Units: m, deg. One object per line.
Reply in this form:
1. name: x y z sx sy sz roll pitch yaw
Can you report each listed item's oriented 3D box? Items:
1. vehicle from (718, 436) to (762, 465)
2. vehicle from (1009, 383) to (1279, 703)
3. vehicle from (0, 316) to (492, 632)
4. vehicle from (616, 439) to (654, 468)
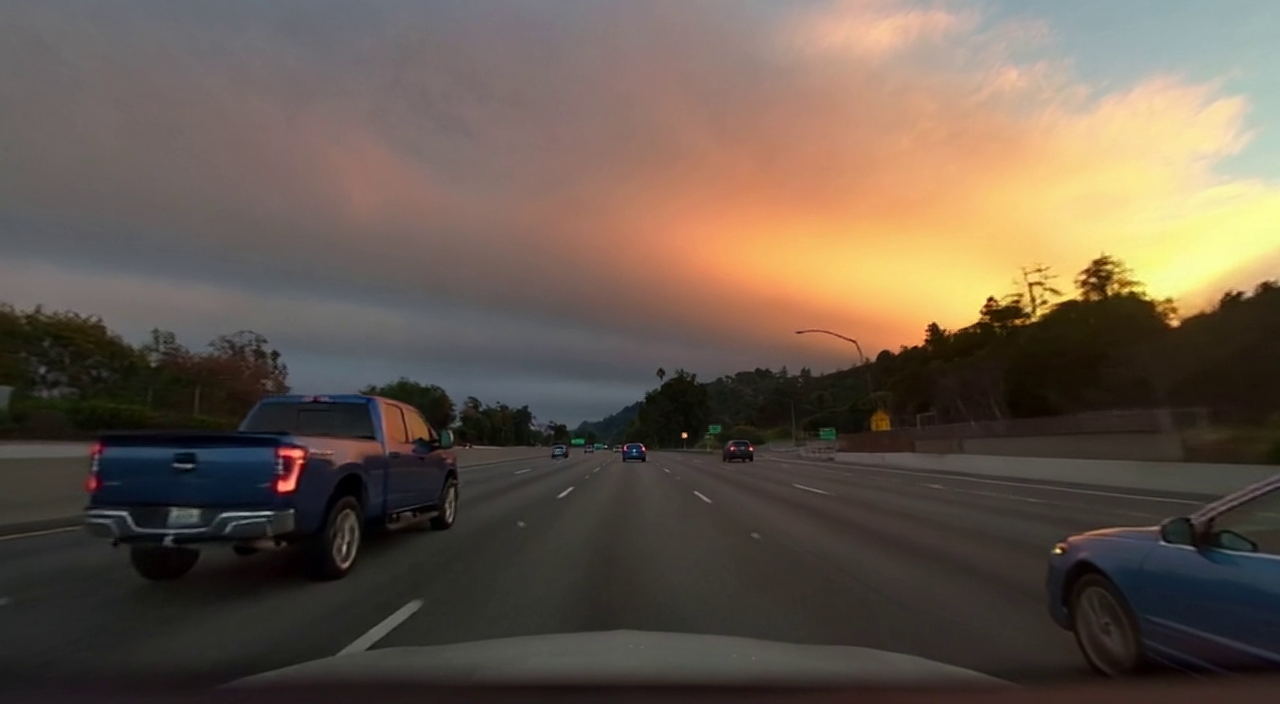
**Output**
1. vehicle: 6.830 6.811 43.844 2.103 1.898 5.310 0 -9 -1
2. vehicle: 3.059 0.704 0.999 2.072 1.501 4.694 0 -9 -1
3. vehicle: -3.746 1.268 7.412 2.592 2.179 6.034 0 -9 0
4. vehicle: -0.335 6.227 38.828 2.157 1.642 4.189 0 -9 -1
